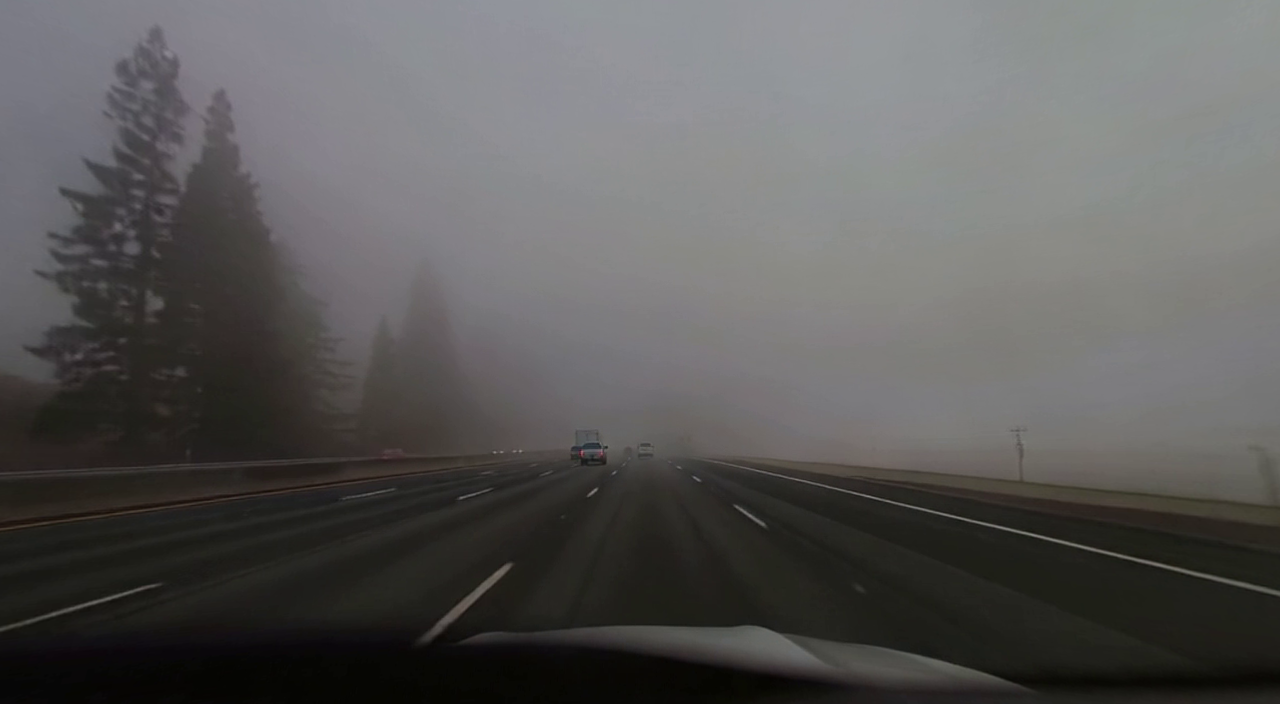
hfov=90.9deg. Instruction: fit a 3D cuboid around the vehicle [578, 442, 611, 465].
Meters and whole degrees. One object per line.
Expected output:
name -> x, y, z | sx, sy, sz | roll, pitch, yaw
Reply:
vehicle -> -3.167, 7.176, 44.787 | 1.993, 1.589, 3.898 | 0, -8, 1
